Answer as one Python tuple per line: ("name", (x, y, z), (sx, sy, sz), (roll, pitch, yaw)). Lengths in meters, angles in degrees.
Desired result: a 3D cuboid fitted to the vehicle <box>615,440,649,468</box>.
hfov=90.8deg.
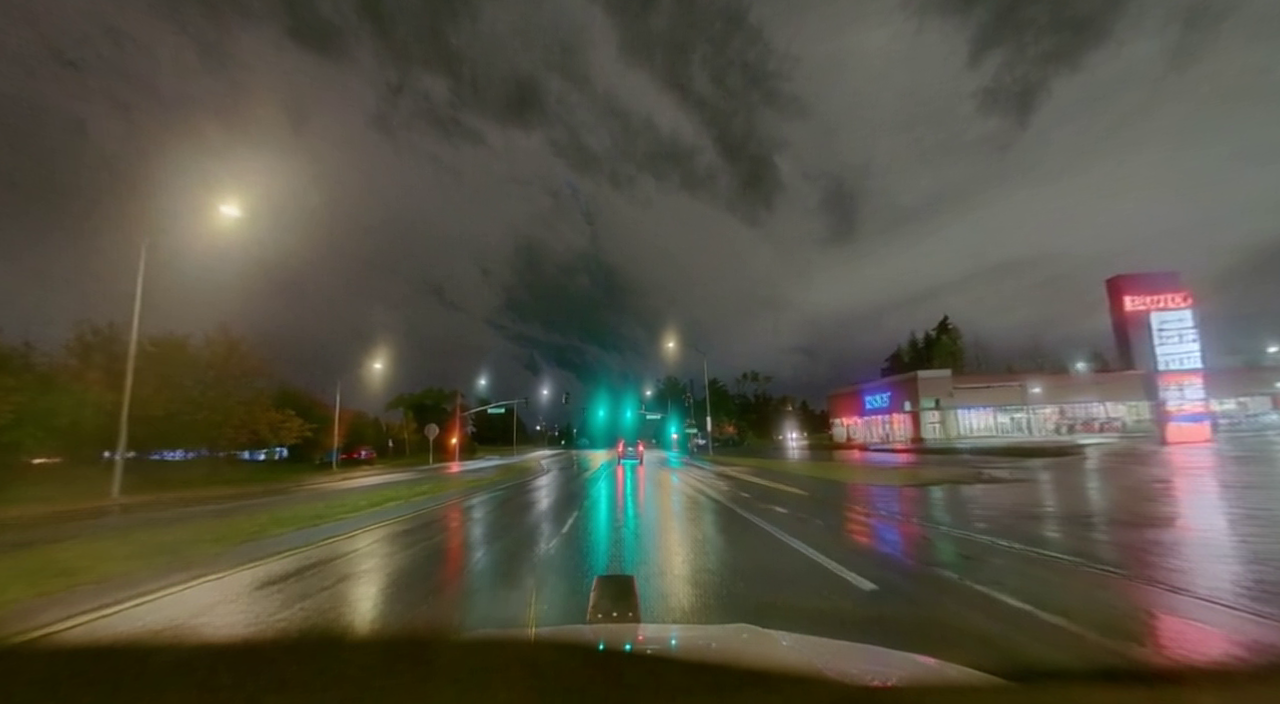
("vehicle", (-0.526, 6.410, 39.903), (2.024, 1.628, 4.774), (0, -9, -1))
